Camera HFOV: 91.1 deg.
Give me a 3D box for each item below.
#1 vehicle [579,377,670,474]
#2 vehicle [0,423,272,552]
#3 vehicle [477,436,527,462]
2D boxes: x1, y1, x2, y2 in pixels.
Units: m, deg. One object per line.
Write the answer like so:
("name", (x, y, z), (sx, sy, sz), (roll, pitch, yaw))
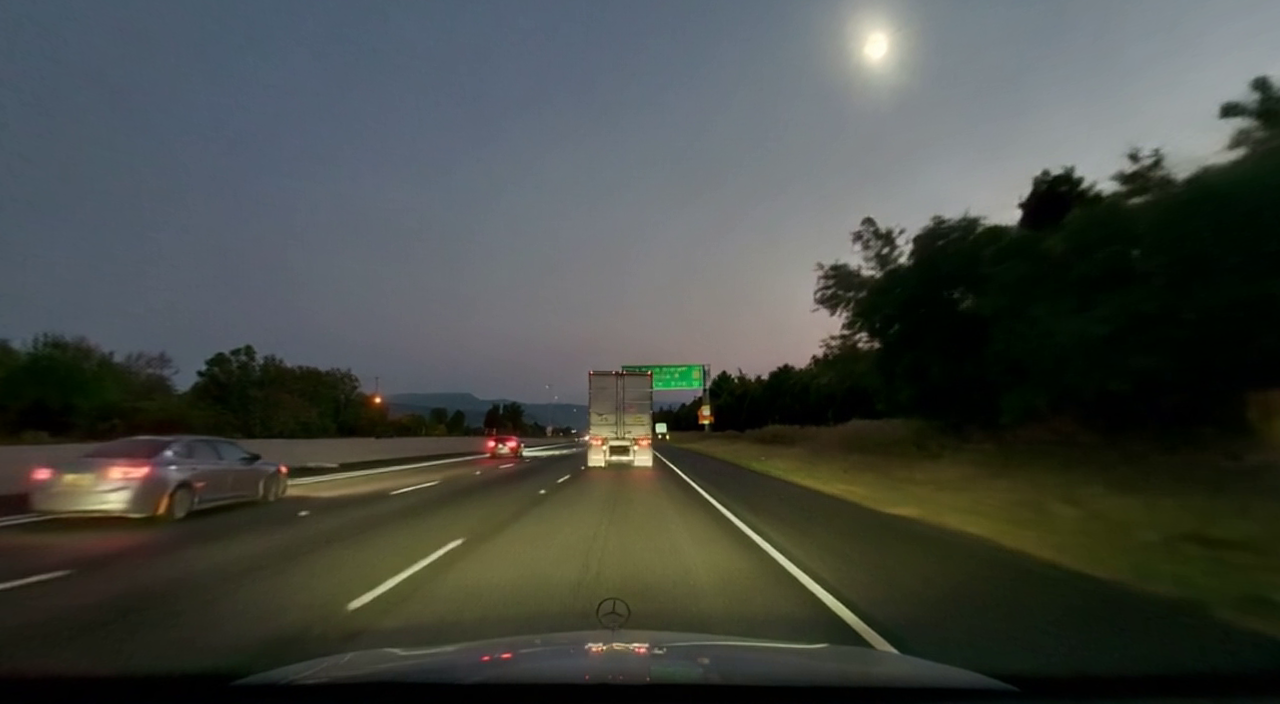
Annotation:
("vehicle", (-0.668, 3.476, 28.712), (3.033, 3.223, 14.836), (1, -8, -1))
("vehicle", (-7.428, 1.817, 9.176), (1.856, 1.479, 3.710), (0, -8, 0))
("vehicle", (-8.009, 5.642, 36.850), (1.949, 1.437, 4.296), (0, -8, 0))
